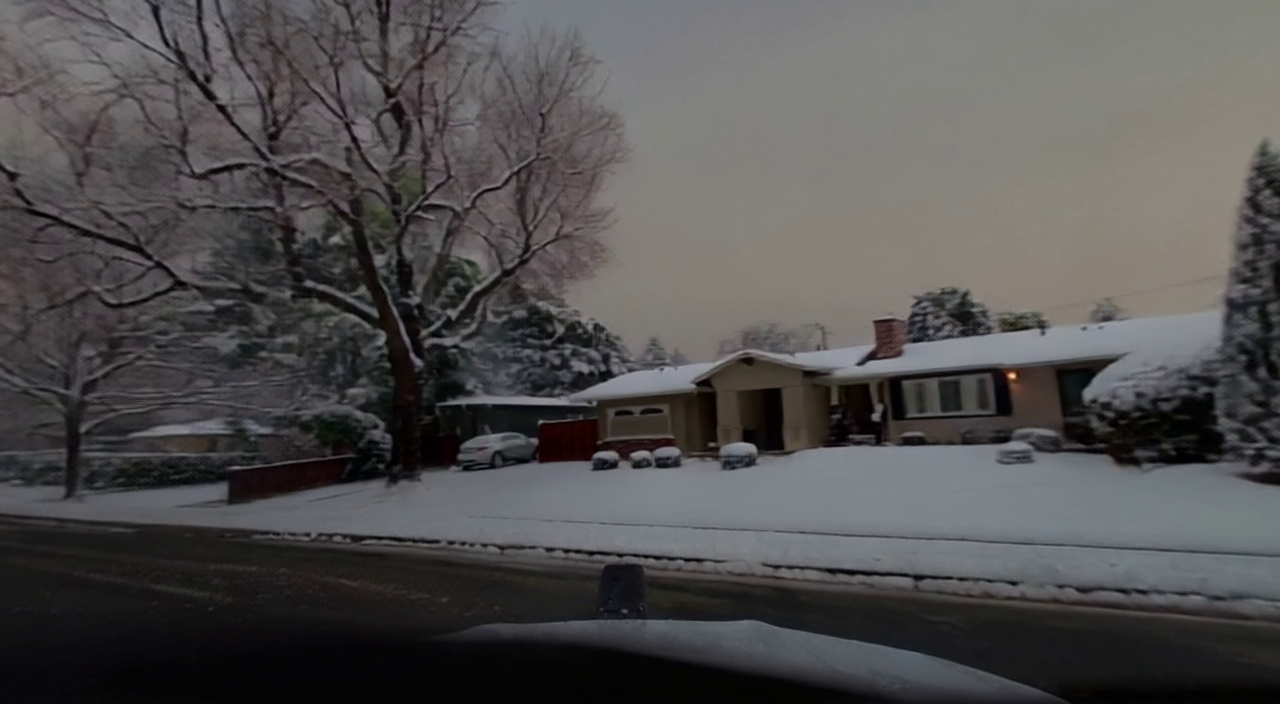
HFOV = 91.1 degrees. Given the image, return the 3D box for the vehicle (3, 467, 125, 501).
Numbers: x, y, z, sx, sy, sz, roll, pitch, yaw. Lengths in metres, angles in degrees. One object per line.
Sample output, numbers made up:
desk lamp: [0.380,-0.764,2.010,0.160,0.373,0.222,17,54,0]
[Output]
vehicle: [-29.786,6.789,32.567,1.762,1.510,4.457,-8,-12,44]
